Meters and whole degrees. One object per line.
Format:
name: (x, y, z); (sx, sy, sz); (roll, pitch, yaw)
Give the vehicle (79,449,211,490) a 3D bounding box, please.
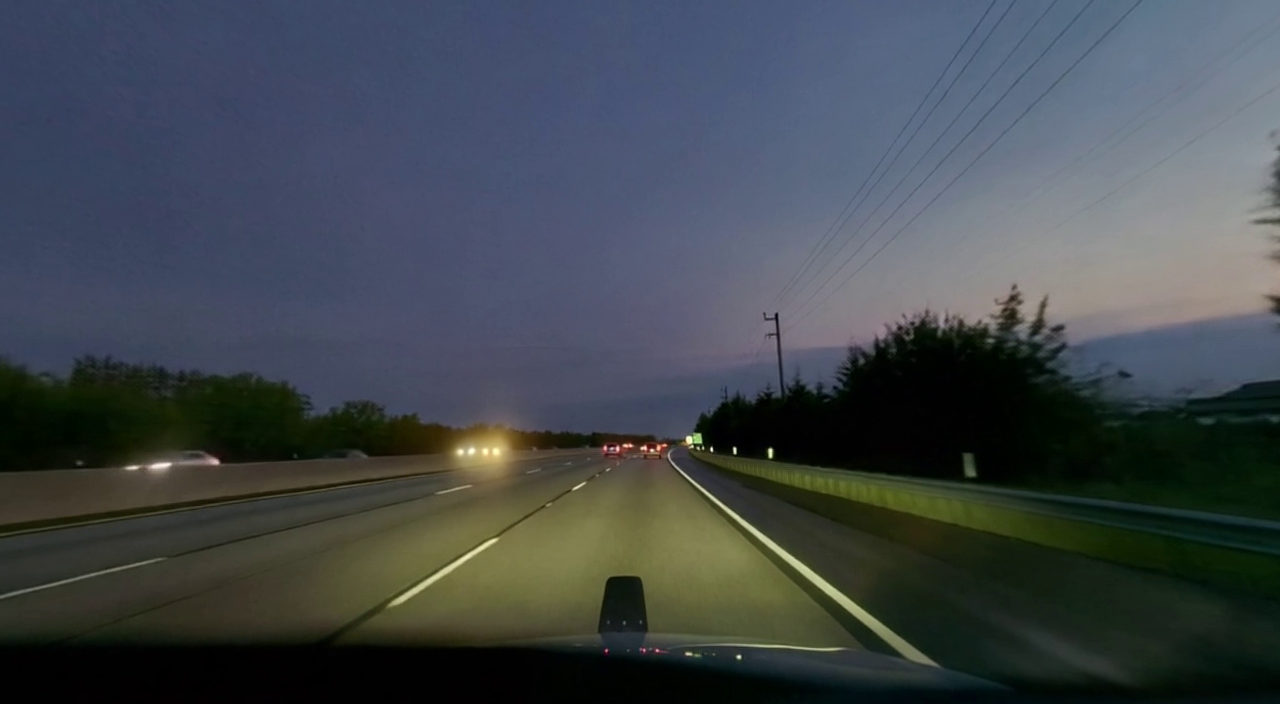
vehicle: (-19.782, 4.689, 25.450); (1.847, 1.442, 4.222); (0, -8, 1)
